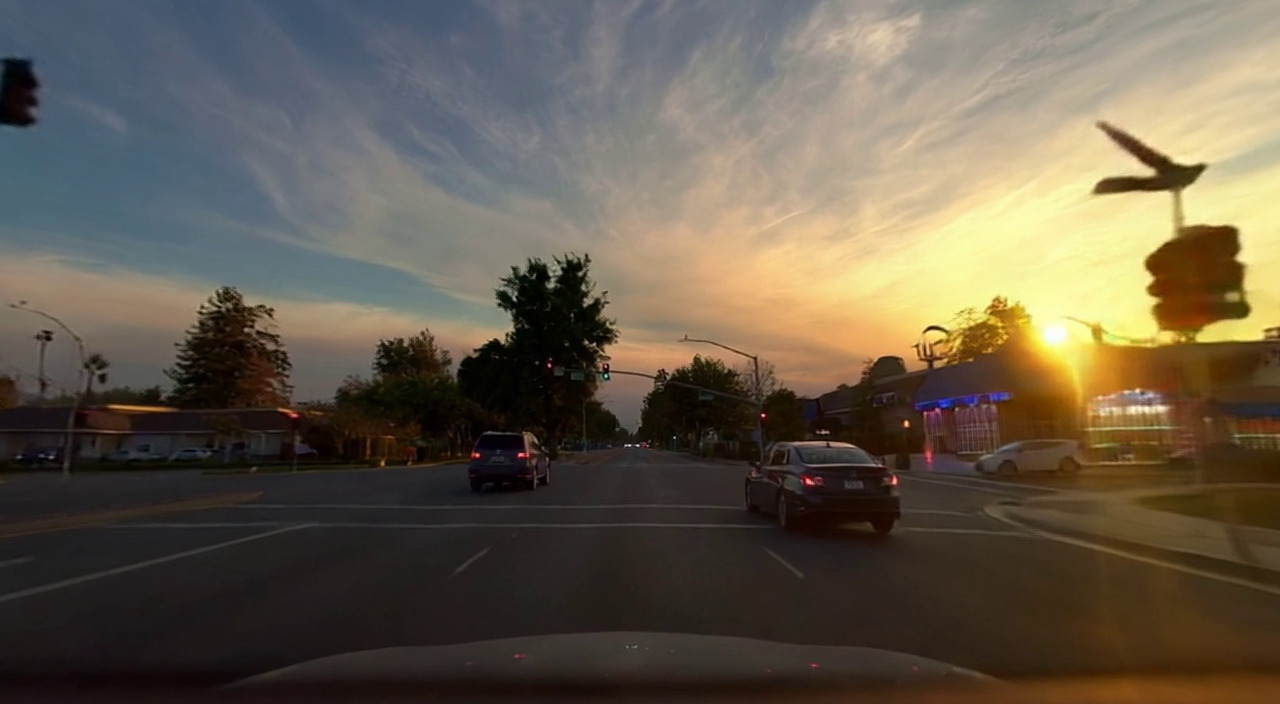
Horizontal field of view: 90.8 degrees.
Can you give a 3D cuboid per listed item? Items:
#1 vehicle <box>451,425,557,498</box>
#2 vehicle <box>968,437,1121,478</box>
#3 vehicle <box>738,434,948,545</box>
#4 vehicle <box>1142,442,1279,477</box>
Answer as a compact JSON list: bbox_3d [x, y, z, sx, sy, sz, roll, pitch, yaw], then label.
[{"bbox_3d":[-3.705,3.085,18.137,1.997,1.806,4.500,0,-9,1],"label":"vehicle"},{"bbox_3d":[19.988,5.223,31.415,5.886,1.798,2.407,-1,-9,0],"label":"vehicle"},{"bbox_3d":[3.174,2.256,11.140,1.975,1.502,4.787,0,-9,-2],"label":"vehicle"},{"bbox_3d":[27.938,5.246,31.032,4.874,1.625,1.930,0,-9,0],"label":"vehicle"}]
